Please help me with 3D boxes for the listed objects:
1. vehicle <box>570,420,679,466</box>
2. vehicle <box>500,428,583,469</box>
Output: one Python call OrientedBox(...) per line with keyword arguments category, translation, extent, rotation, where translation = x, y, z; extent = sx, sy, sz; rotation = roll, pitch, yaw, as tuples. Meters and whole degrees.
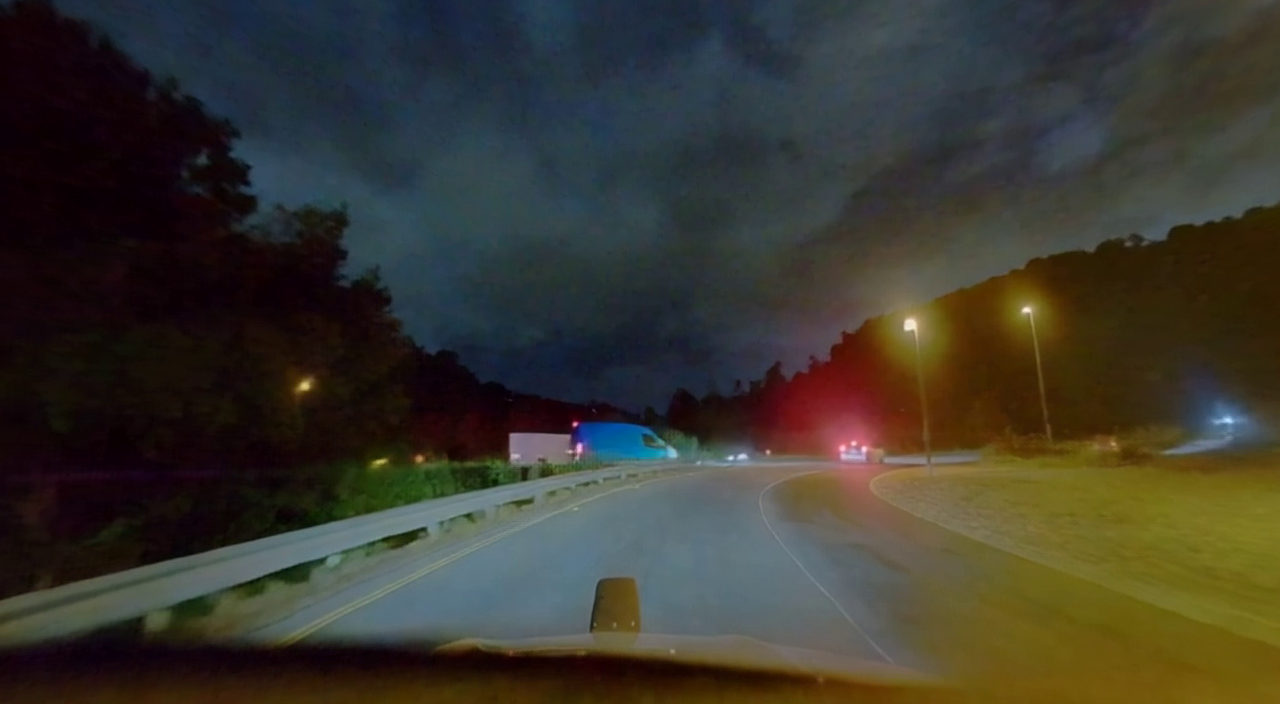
OrientedBox(category="vehicle", translation=(-0.999, 6.271, 43.362), extent=(7.155, 2.942, 2.420), rotation=(4, -9, -26))
OrientedBox(category="vehicle", translation=(-6.357, 6.195, 40.717), extent=(4.784, 2.535, 2.203), rotation=(4, -9, -26))
